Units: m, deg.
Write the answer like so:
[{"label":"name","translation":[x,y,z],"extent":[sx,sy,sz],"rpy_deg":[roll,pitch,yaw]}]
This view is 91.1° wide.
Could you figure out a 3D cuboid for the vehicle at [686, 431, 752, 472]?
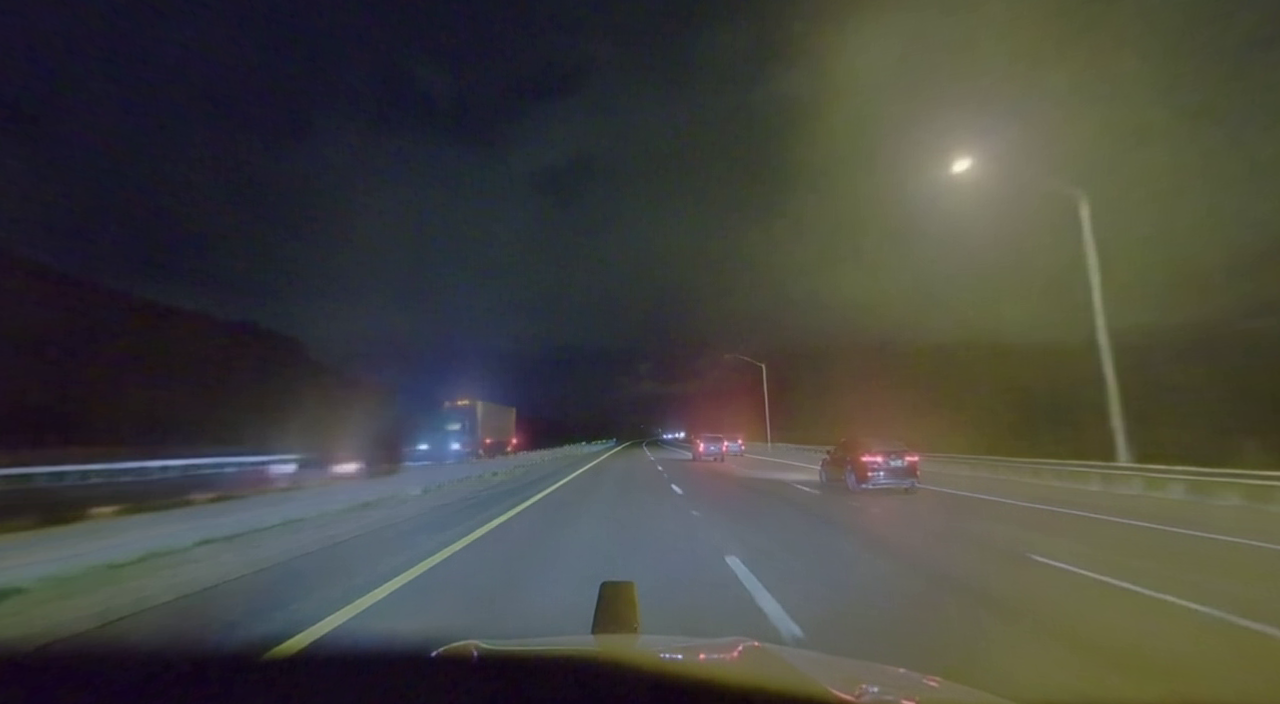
[{"label":"vehicle","translation":[3.177,4.107,26.264],"extent":[2.084,1.583,4.420],"rpy_deg":[0,-8,-1]}]

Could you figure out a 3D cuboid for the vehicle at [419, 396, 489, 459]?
[{"label":"vehicle","translation":[-12.639,5.224,43.344],"extent":[2.955,4.003,6.220],"rpy_deg":[0,-8,-1]}]

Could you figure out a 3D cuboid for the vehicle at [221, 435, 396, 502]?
[{"label":"vehicle","translation":[-8.494,2.993,16.782],"extent":[1.946,1.496,5.056],"rpy_deg":[0,-8,-1]}]
